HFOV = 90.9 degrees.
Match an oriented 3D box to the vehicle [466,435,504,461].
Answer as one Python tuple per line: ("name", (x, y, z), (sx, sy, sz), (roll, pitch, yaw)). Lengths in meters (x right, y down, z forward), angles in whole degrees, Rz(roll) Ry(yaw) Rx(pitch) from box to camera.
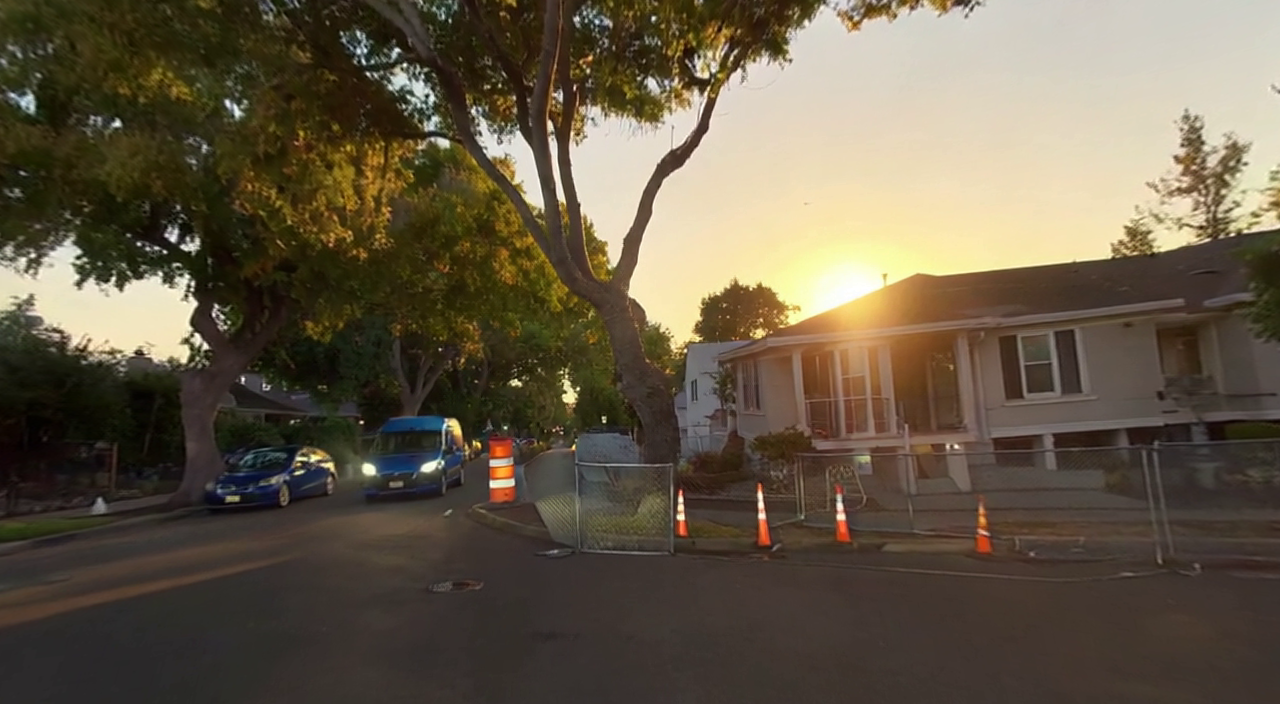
("vehicle", (-10.350, 6.385, 42.286), (1.765, 1.493, 4.130), (3, -7, -5))

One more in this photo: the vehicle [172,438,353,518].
("vehicle", (-8.331, 2.749, 14.438), (1.899, 1.524, 4.082), (1, -8, -5))

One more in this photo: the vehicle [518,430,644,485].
("vehicle", (-1.632, 3.106, 18.929), (1.827, 1.436, 4.070), (-4, -9, 27))

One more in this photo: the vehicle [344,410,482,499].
("vehicle", (-5.707, 2.620, 16.622), (2.219, 1.984, 4.712), (0, -8, -5))
